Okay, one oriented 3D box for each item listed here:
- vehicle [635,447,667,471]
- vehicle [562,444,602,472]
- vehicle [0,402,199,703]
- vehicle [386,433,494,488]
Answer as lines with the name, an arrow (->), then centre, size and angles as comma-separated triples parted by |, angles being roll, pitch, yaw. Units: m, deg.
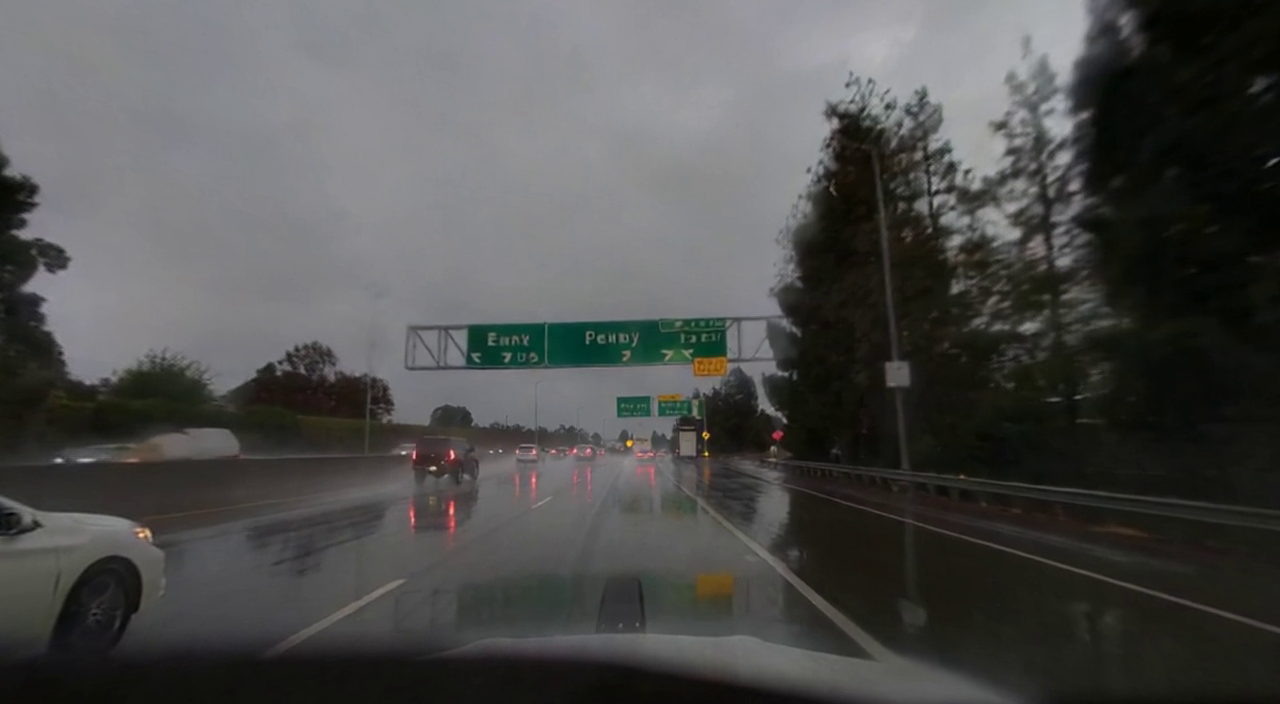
vehicle -> 0.778, 7.467, 44.154 | 2.153, 1.510, 4.646 | 0, -9, 2
vehicle -> -3.753, 6.941, 41.510 | 2.132, 1.708, 4.571 | 0, -9, 1
vehicle -> -4.198, 0.883, 2.180 | 2.027, 1.547, 4.511 | 0, -9, 1
vehicle -> -7.546, 4.170, 24.553 | 2.250, 1.870, 5.647 | 0, -9, 1
